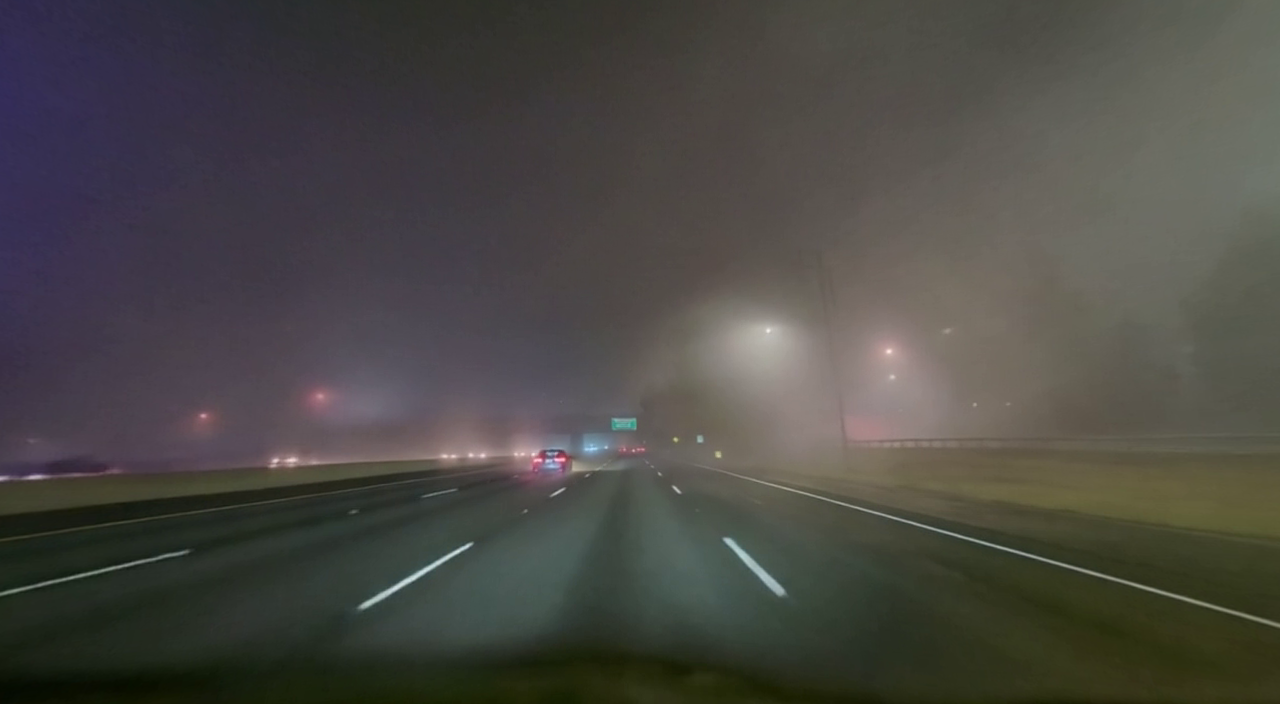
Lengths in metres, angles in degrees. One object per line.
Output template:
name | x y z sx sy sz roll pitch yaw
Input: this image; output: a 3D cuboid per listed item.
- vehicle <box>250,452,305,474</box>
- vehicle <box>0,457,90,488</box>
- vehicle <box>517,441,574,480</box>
vehicle | -24.906 7.589 43.503 1.633 1.412 3.619 -1 -9 0
vehicle | -28.847 5.808 30.550 1.492 1.347 3.297 0 -9 -1
vehicle | -4.503 5.258 30.824 2.102 1.727 4.704 0 -9 0
